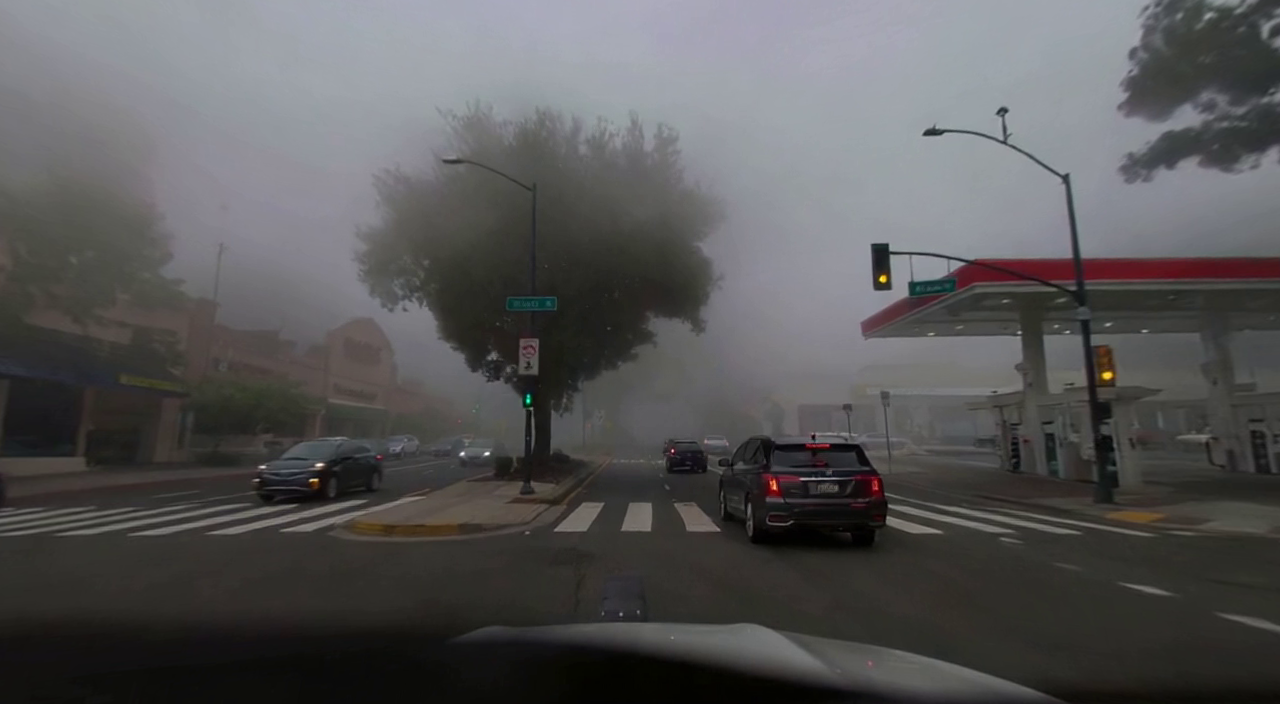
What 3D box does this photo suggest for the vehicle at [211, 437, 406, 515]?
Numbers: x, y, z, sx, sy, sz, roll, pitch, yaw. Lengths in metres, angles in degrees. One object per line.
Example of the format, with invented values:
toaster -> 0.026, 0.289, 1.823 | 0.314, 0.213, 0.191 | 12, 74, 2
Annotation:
vehicle -> -7.812, 2.937, 15.585 | 2.057, 1.594, 4.983 | 0, -8, 1

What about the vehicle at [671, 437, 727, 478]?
vehicle -> 2.501, 4.625, 27.839 | 1.999, 1.679, 4.217 | 0, -8, -1

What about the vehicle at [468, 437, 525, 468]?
vehicle -> -7.704, 5.460, 34.279 | 2.014, 1.566, 4.437 | 0, -8, 1

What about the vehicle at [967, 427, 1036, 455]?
vehicle -> 24.652, 6.111, 43.118 | 2.066, 1.817, 4.675 | 0, -8, 2

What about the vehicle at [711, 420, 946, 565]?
vehicle -> 2.535, 2.044, 10.026 | 2.183, 1.720, 4.842 | 0, -8, -1

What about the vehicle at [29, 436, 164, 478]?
vehicle -> -24.354, 4.696, 28.345 | 4.174, 1.796, 1.933 | 0, -8, -1

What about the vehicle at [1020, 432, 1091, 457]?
vehicle -> 28.177, 6.287, 42.841 | 2.131, 1.561, 3.901 | 0, -8, 0
